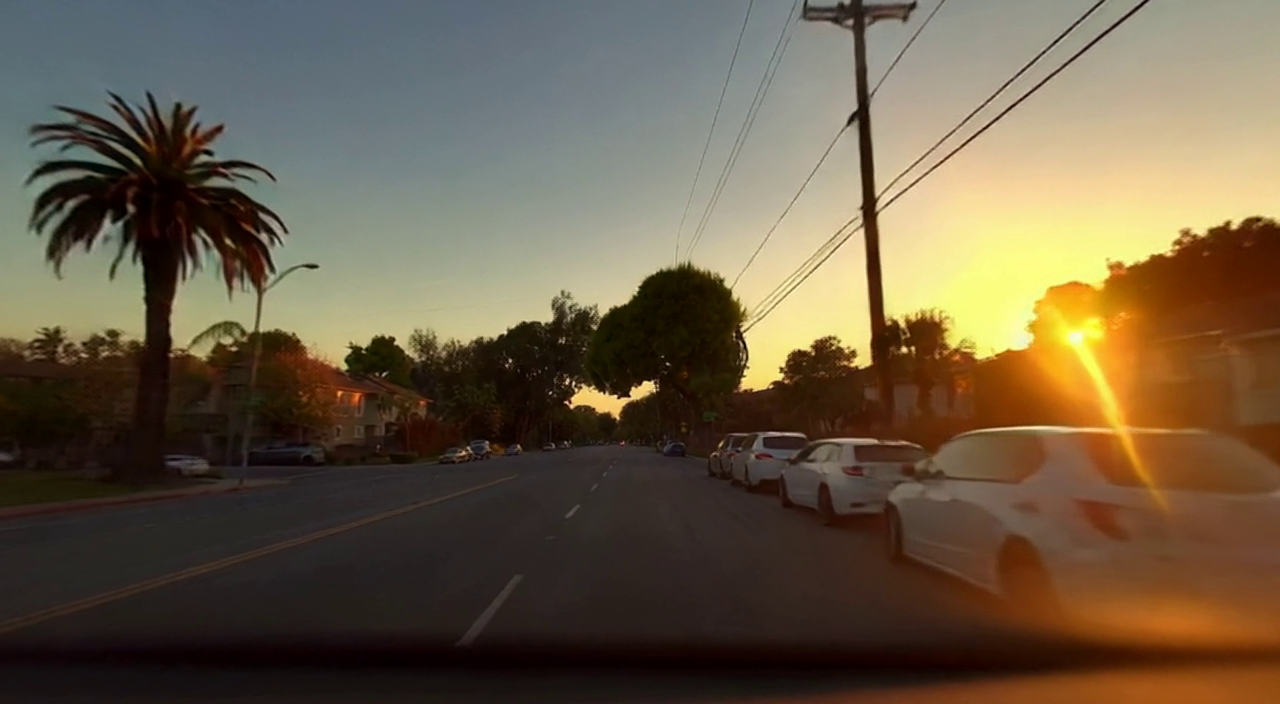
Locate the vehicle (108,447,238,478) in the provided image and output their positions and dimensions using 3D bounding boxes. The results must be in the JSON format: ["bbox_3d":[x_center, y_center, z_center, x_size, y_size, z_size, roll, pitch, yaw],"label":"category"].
[{"bbox_3d":[-23.650,5.601,32.117,4.946,1.518,2.115,0,-8,1],"label":"vehicle"}]

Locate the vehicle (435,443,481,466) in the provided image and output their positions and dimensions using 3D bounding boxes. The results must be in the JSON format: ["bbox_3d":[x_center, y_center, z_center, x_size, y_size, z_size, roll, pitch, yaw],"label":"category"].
[{"bbox_3d":[-13.802,7.773,48.202,2.131,1.492,4.310,-1,-7,2],"label":"vehicle"}]

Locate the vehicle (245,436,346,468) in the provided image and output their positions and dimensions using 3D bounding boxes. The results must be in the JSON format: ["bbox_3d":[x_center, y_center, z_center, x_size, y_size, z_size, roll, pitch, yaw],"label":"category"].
[{"bbox_3d":[-22.814,6.618,42.027,5.386,2.043,2.124,0,-9,-1],"label":"vehicle"}]

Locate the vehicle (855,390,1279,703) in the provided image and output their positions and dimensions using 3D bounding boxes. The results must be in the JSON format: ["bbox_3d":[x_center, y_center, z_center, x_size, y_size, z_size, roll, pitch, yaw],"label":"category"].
[{"bbox_3d":[3.665,1.339,5.555,1.954,1.632,4.356,0,-8,-1],"label":"vehicle"}]
